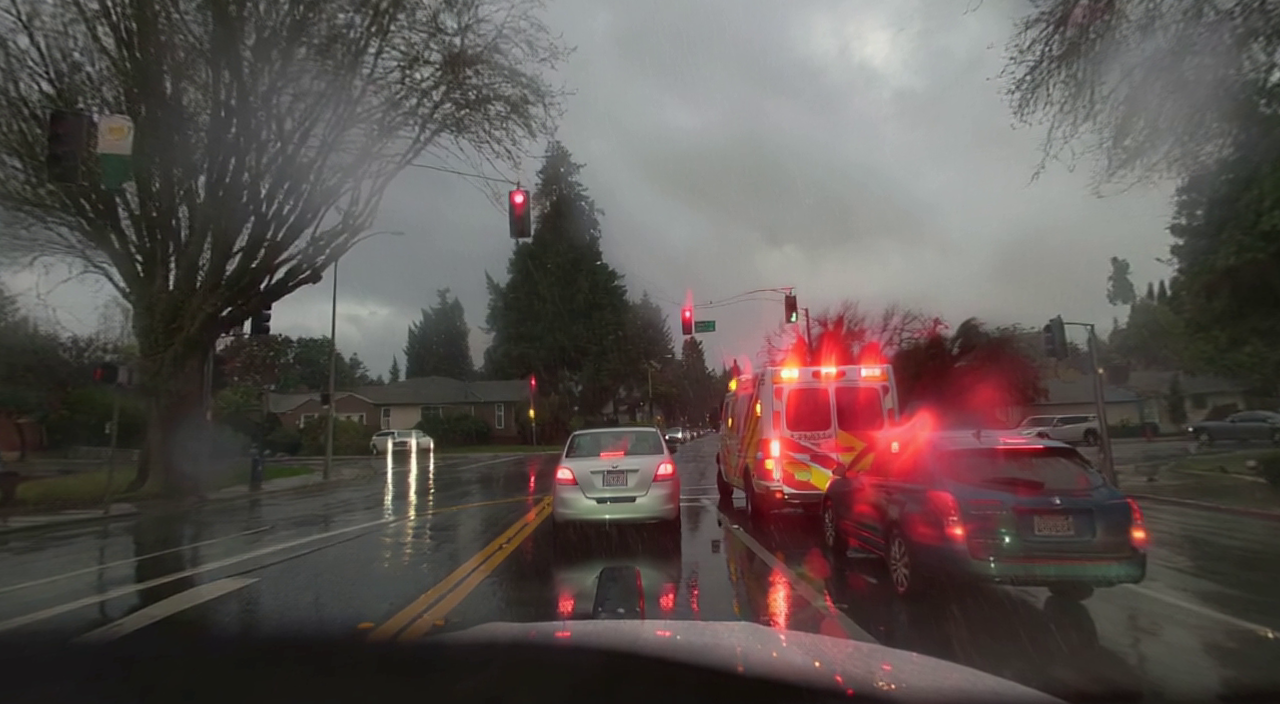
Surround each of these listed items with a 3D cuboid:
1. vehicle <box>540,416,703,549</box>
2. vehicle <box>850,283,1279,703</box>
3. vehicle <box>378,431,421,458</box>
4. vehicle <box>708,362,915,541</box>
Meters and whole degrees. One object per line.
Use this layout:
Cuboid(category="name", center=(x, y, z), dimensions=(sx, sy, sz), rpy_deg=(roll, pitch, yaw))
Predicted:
Cuboid(category="vehicle", center=(-0.286, 1.975, 10.174), dimensions=(2.114, 1.707, 3.725), rpy_deg=(0, -8, -1))
Cuboid(category="vehicle", center=(2.846, 0.894, 2.854), dimensions=(2.194, 1.820, 4.652), rpy_deg=(0, -8, 0))
Cuboid(category="vehicle", center=(-17.747, 6.876, 46.851), dimensions=(2.246, 1.880, 4.454), rpy_deg=(1, -9, -12))
Cuboid(category="vehicle", center=(2.879, 1.891, 12.361), dimensions=(2.406, 2.687, 5.521), rpy_deg=(0, -8, -1))
